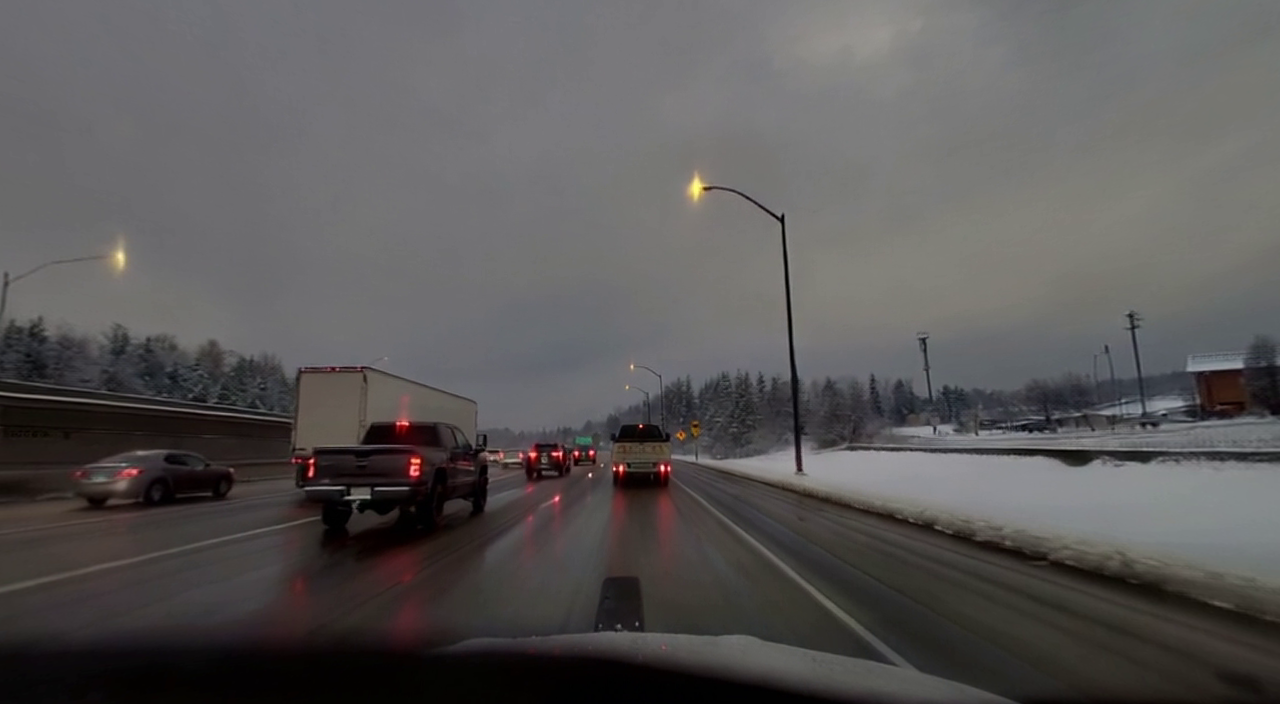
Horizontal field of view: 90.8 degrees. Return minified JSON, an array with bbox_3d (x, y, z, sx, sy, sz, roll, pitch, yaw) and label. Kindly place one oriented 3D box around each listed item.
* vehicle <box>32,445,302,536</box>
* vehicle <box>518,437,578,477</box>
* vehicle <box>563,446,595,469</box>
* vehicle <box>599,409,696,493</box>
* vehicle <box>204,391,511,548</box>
[{"bbox_3d":[-8.631,2.515,12.121,1.893,1.409,4.154,-1,-9,1],"label":"vehicle"},{"bbox_3d":[-4.655,5.399,32.773,2.329,1.859,4.823,0,-9,0],"label":"vehicle"},{"bbox_3d":[-4.229,7.353,44.097,1.948,1.494,4.157,0,-9,-2],"label":"vehicle"},{"bbox_3d":[0.114,3.529,22.779,2.886,2.471,7.692,0,-9,-2],"label":"vehicle"},{"bbox_3d":[-4.165,1.915,10.908,2.575,1.958,5.730,0,-9,1],"label":"vehicle"}]
